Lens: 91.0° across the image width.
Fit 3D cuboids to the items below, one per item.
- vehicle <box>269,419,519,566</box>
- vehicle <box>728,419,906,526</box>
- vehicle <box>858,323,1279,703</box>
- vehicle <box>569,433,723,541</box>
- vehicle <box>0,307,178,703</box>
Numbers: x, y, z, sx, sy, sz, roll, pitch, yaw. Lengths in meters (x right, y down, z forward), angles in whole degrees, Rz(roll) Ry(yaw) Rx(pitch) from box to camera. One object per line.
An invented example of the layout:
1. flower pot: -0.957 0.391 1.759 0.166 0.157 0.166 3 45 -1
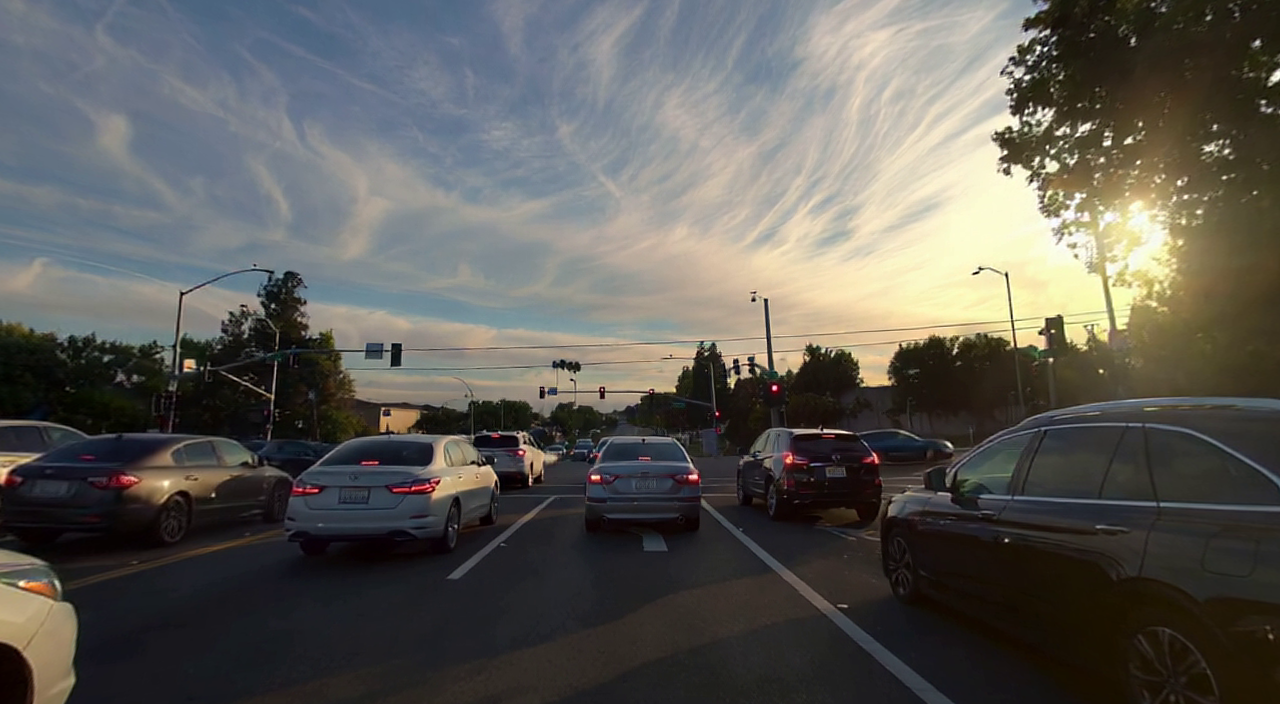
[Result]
1. vehicle: -3.055 1.824 8.978 1.896 1.546 4.378 0 -8 -2
2. vehicle: 3.081 2.199 12.008 2.106 1.667 4.101 0 -8 -1
3. vehicle: 3.156 0.992 3.731 2.074 1.685 4.387 0 -8 -1
4. vehicle: 0.010 2.101 10.422 2.076 1.438 3.770 0 -8 -2
5. vehicle: -3.199 0.498 0.600 2.079 1.756 4.676 0 -8 -2
